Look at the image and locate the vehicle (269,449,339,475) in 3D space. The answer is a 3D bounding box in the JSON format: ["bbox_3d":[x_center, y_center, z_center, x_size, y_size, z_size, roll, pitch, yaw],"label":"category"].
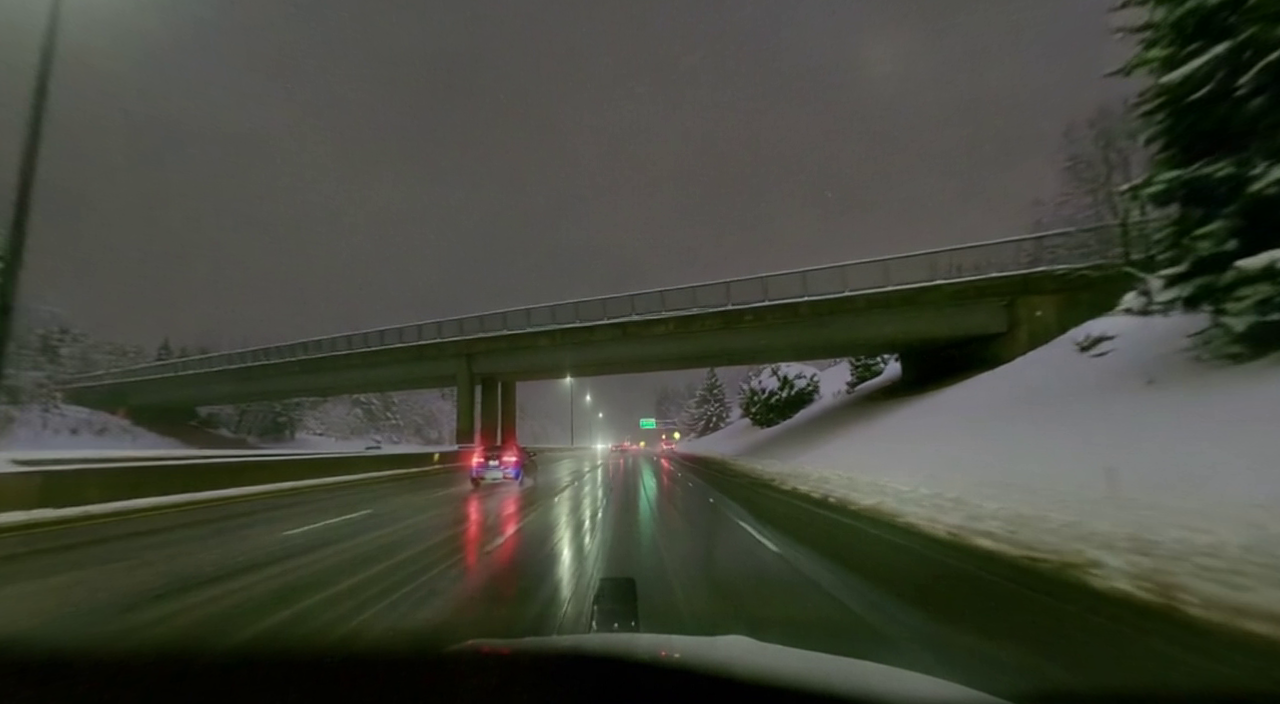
[{"bbox_3d":[-21.073,6.906,39.831,1.826,1.453,4.780,0,-8,-1],"label":"vehicle"}]

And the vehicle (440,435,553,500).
[{"bbox_3d":[-3.685,3.051,17.121,2.037,1.514,4.335,0,-8,0],"label":"vehicle"}]
